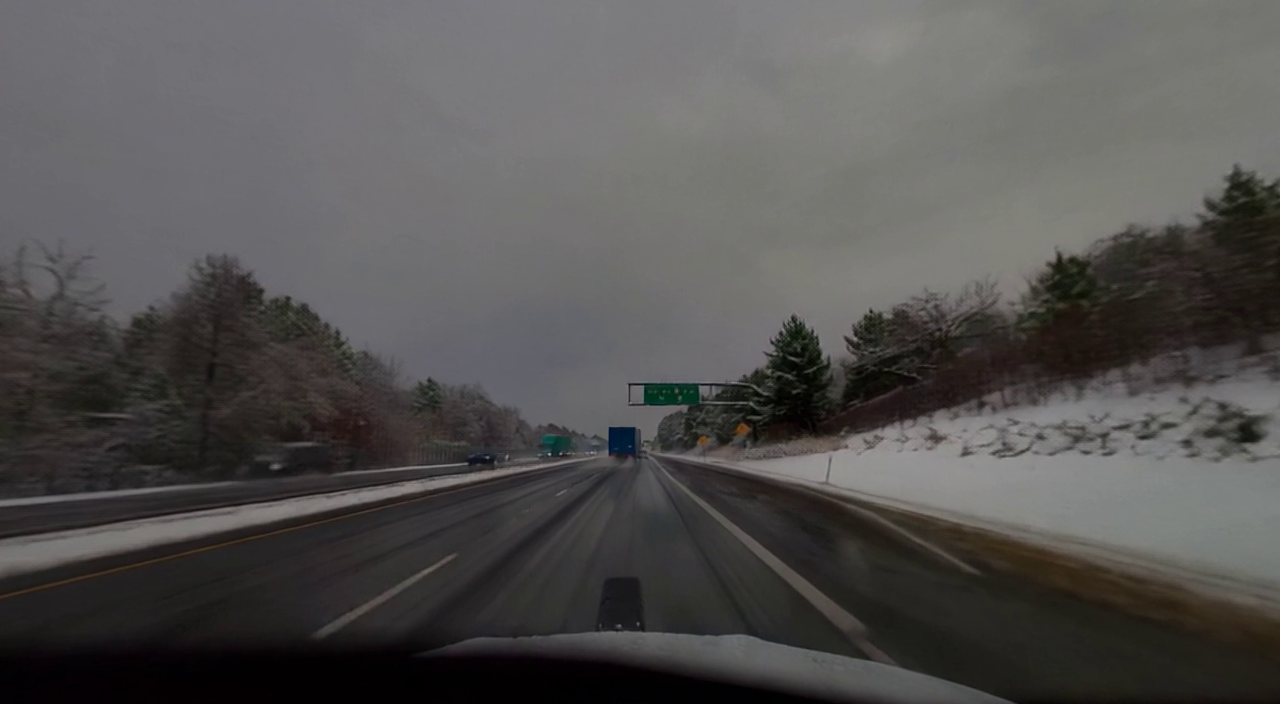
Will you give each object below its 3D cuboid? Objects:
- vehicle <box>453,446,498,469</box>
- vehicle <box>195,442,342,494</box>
[{"bbox_3d":[-12.203,7.843,47.171,2.111,1.612,4.711,0,-9,0],"label":"vehicle"},{"bbox_3d":[-12.048,3.783,20.899,2.108,1.493,4.427,0,-9,1],"label":"vehicle"}]
